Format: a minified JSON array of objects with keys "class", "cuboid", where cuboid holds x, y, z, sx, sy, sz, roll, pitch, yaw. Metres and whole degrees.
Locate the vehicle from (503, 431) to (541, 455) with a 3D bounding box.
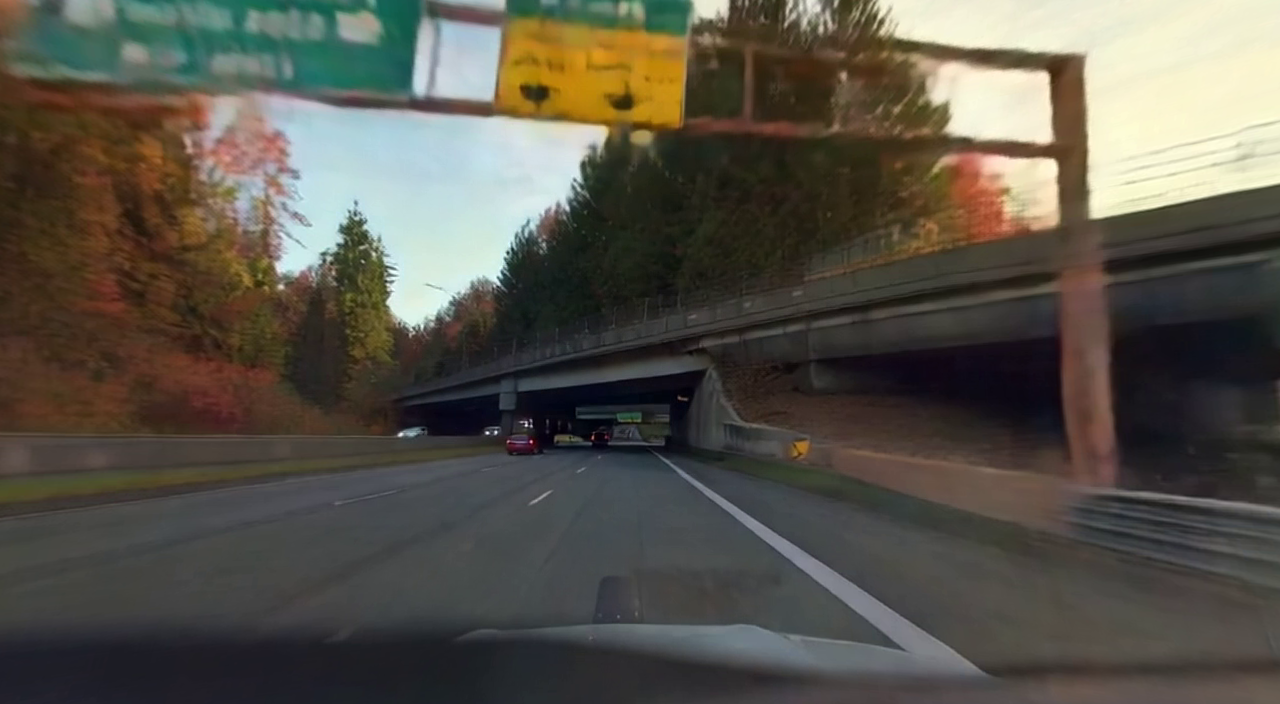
[{"class":"vehicle","cuboid":[-8.654,6.686,46.429,1.987,1.677,4.580,0,-8,0]}]
